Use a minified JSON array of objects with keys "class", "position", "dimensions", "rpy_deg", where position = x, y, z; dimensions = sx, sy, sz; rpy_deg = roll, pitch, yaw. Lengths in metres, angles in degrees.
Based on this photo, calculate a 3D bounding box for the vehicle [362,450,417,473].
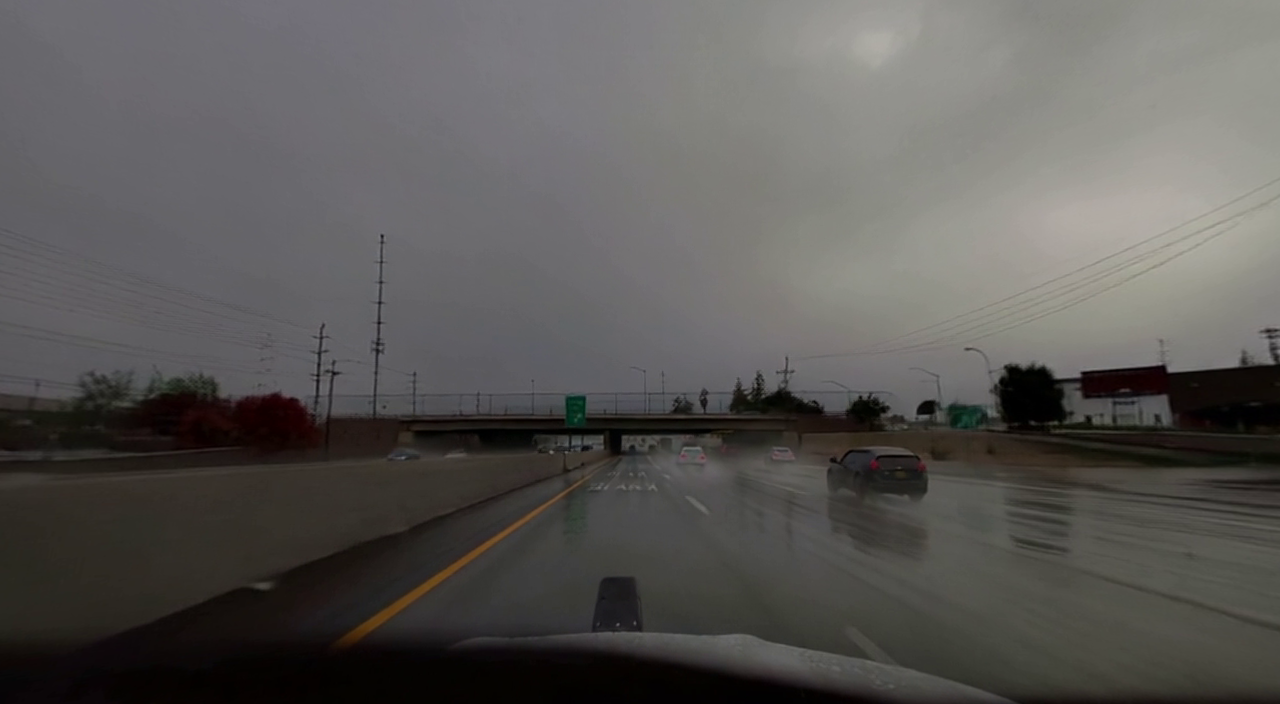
[{"class":"vehicle","position":[-17.062,7.428,43.222],"dimensions":[1.900,1.464,4.550],"rpy_deg":[0,-9,0]}]

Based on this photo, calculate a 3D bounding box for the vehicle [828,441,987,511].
[{"class":"vehicle","position":[6.500,3.041,16.014],"dimensions":[1.952,1.489,4.483],"rpy_deg":[0,-9,-2]}]

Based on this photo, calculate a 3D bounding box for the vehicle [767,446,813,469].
[{"class":"vehicle","position":[9.715,6.845,41.167],"dimensions":[1.838,1.440,4.121],"rpy_deg":[0,-9,-2]}]

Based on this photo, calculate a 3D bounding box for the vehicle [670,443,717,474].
[{"class":"vehicle","position":[2.798,5.674,33.871],"dimensions":[1.993,1.507,4.594],"rpy_deg":[0,-9,-2]}]
